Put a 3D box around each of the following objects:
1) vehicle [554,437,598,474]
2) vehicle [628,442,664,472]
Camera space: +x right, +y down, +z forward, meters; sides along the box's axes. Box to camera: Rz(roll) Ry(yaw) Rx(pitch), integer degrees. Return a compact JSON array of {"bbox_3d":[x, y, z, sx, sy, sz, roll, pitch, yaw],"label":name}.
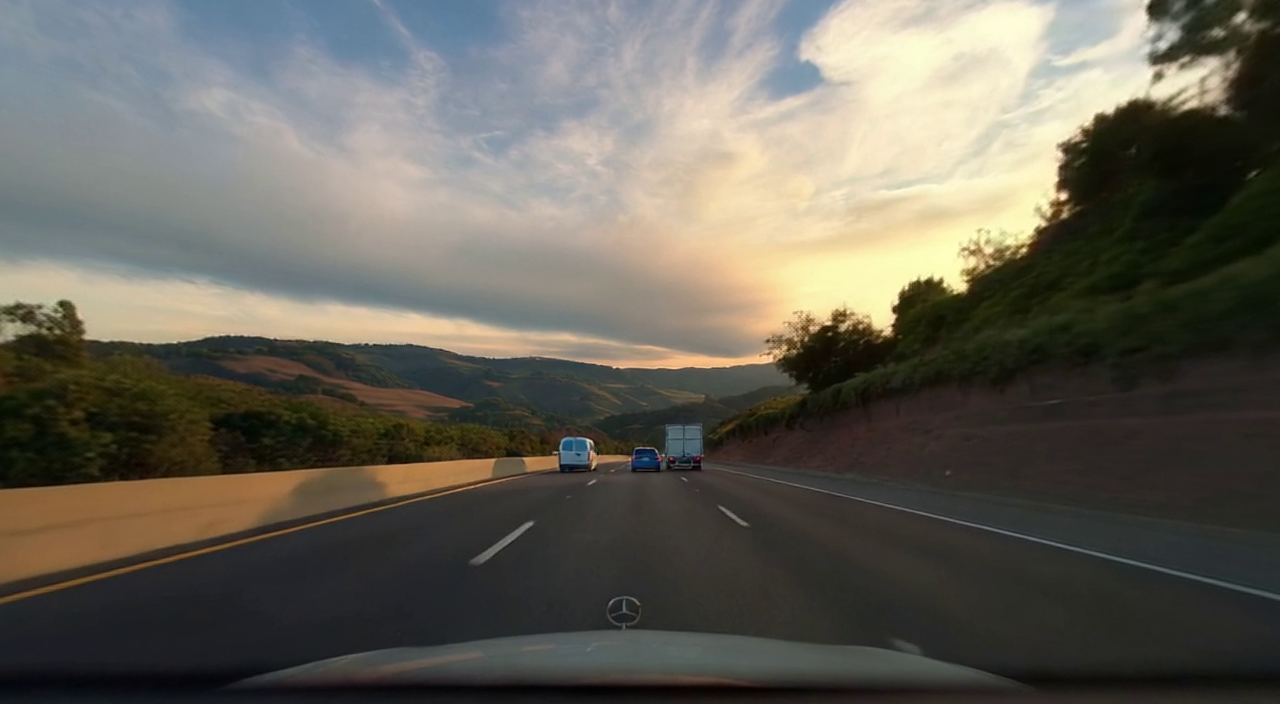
[{"bbox_3d":[-3.681,6.036,37.032,1.955,2.004,4.792,-1,-9,1],"label":"vehicle"},{"bbox_3d":[0.377,6.683,40.203,2.166,1.747,4.299,0,-9,1],"label":"vehicle"}]
